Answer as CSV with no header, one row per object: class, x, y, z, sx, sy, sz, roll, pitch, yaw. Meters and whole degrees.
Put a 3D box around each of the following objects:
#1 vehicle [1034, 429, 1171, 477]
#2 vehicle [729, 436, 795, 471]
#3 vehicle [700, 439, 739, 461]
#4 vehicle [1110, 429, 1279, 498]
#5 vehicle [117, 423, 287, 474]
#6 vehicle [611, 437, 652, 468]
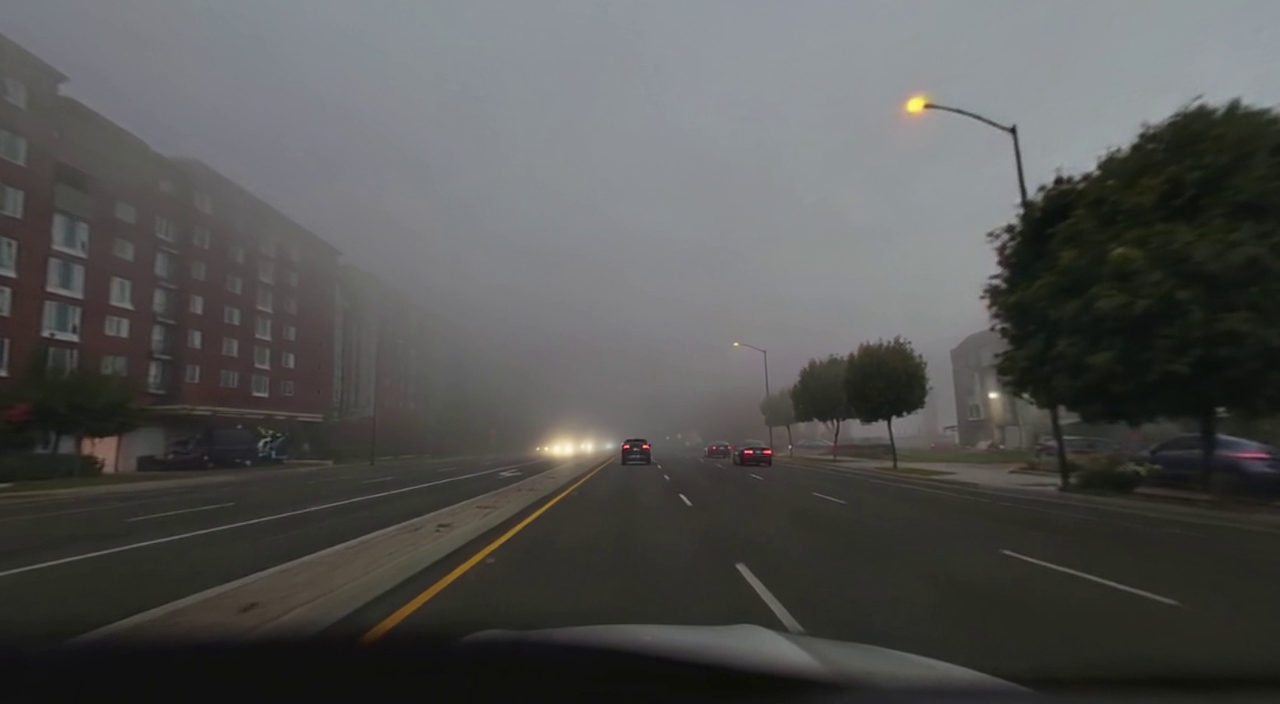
vehicle,20.489,4.519,28.247,2.286,1.948,4.949,0,-9,-1
vehicle,5.789,4.903,30.579,2.121,1.557,4.898,0,-9,-1
vehicle,5.665,7.066,45.424,2.154,1.554,4.149,0,-9,-2
vehicle,15.006,2.811,16.330,2.025,1.523,4.581,0,-8,-1
vehicle,-33.301,7.389,48.936,4.125,3.409,11.667,-1,-8,5
vehicle,-0.447,5.373,33.828,2.106,1.553,3.964,0,-9,-1
